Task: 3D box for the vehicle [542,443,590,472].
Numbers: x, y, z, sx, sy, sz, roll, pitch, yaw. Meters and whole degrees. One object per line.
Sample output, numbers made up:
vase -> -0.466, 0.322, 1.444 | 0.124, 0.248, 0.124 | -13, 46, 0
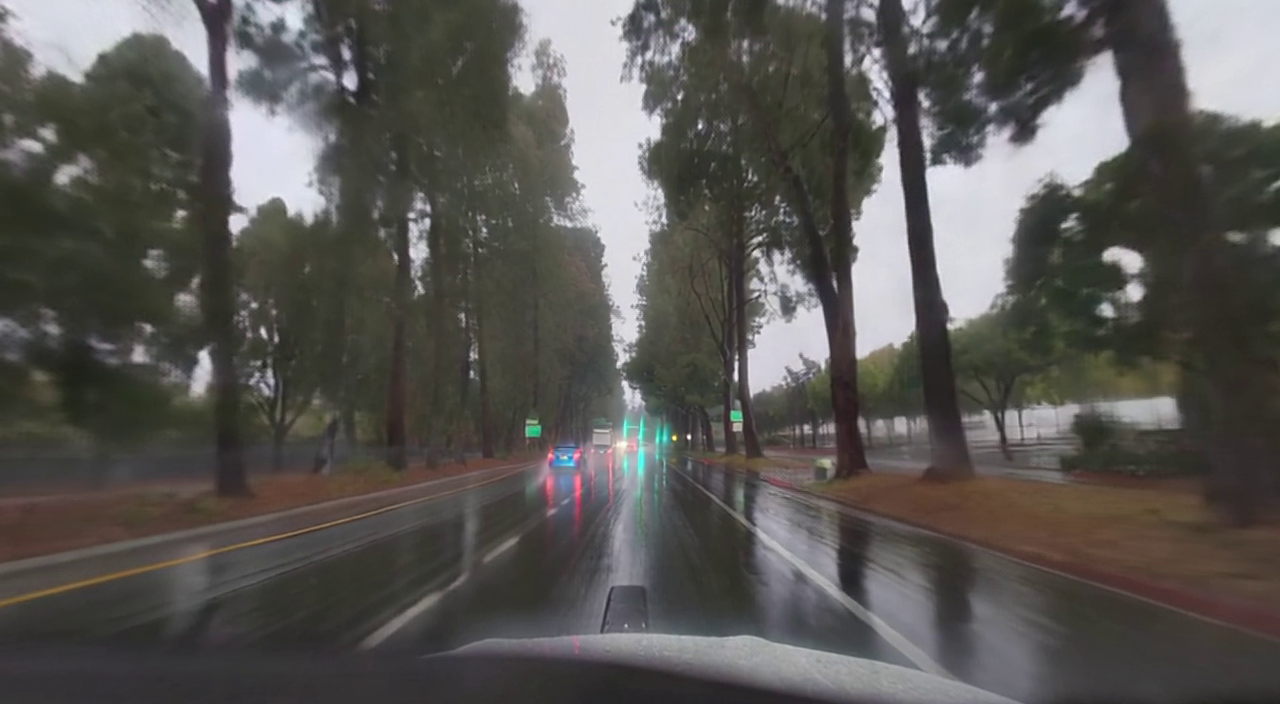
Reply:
vehicle -> -3.941, 5.706, 34.261 | 2.005, 1.462, 4.345 | 0, -8, 1
